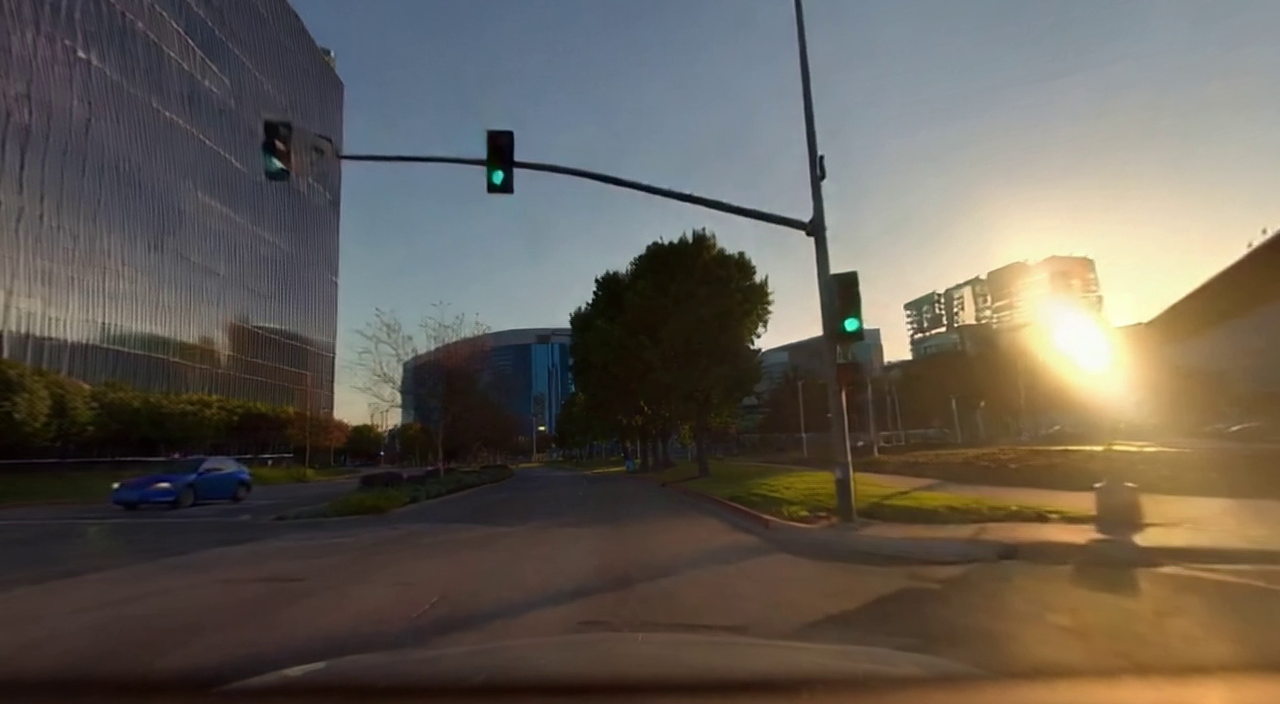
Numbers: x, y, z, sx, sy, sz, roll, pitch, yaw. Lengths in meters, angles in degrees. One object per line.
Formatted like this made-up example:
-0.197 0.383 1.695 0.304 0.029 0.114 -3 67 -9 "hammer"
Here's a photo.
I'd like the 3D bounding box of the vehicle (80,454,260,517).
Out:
-12.822 3.631 17.628 1.906 1.502 4.396 2 -9 -5 "vehicle"
